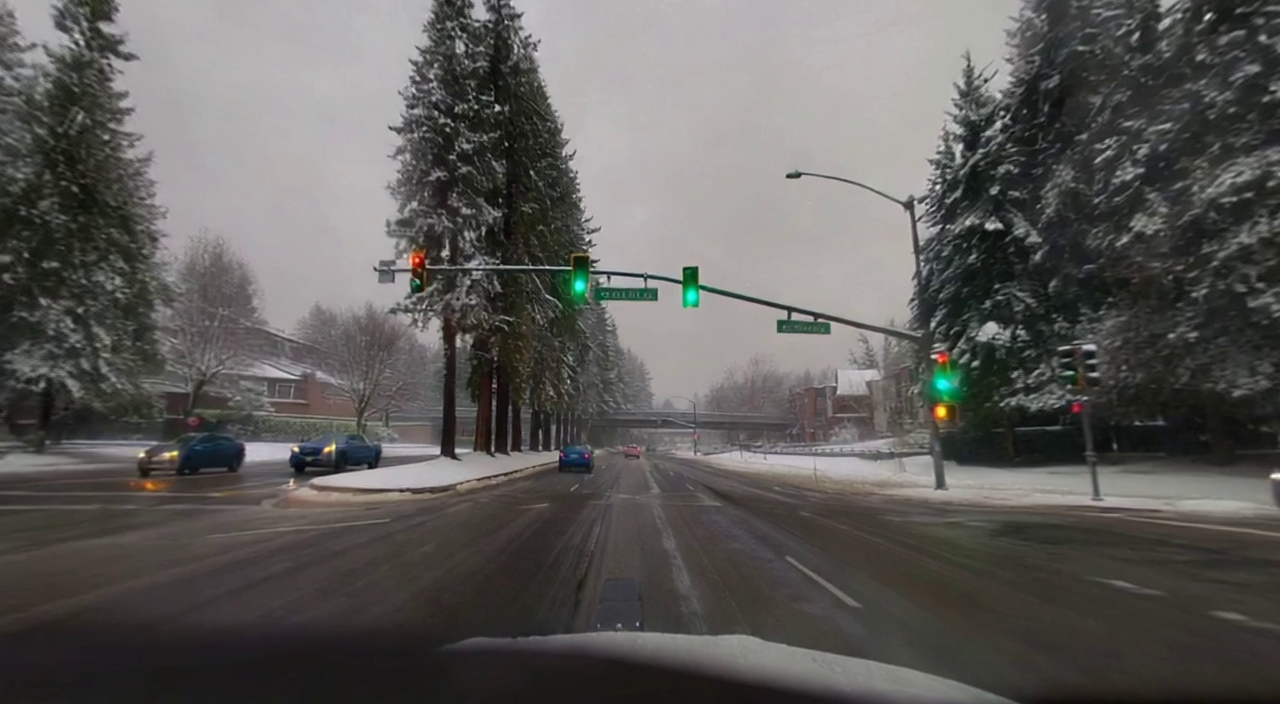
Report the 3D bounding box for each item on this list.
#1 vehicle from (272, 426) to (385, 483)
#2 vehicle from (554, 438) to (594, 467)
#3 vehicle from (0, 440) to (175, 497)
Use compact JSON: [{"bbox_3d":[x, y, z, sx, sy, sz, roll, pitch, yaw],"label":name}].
[{"bbox_3d":[-12.786,4.224,26.410,2.268,2.038,5.024,-2,-8,-1],"label":"vehicle"},{"bbox_3d":[-4.044,6.256,39.476,2.042,1.686,4.372,0,-9,0],"label":"vehicle"},{"bbox_3d":[-16.227,3.395,18.810,1.798,1.504,3.803,0,-9,0],"label":"vehicle"}]
